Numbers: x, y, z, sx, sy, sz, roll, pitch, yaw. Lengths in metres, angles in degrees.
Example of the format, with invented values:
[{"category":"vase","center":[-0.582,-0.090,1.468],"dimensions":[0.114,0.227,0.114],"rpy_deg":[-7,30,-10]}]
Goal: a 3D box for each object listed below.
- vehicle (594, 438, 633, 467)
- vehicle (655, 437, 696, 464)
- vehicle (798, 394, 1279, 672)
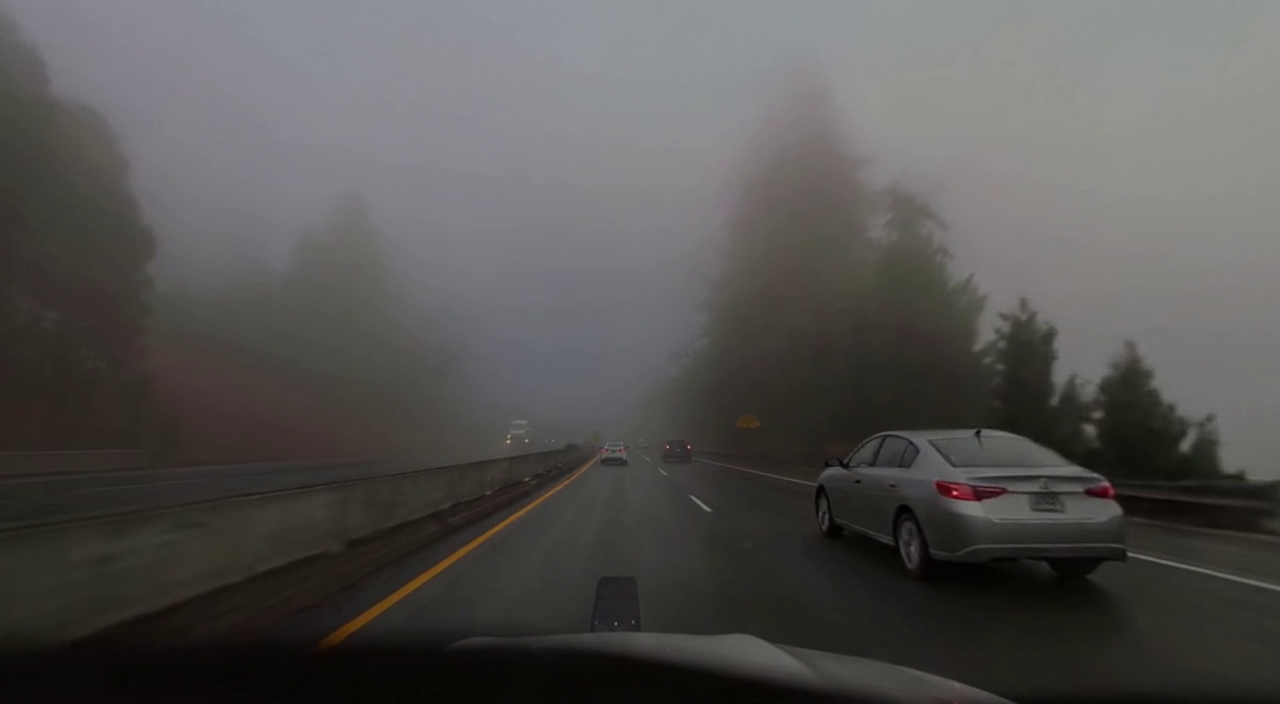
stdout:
[{"category":"vehicle","center":[-1.592,5.898,37.125],"dimensions":[2.178,1.559,4.254],"rpy_deg":[0,-8,-3]},{"category":"vehicle","center":[2.132,6.057,38.909],"dimensions":[2.146,1.546,3.796],"rpy_deg":[0,-8,-2]},{"category":"vehicle","center":[3.310,1.389,6.212],"dimensions":[2.055,1.566,5.046],"rpy_deg":[0,-8,-2]}]
